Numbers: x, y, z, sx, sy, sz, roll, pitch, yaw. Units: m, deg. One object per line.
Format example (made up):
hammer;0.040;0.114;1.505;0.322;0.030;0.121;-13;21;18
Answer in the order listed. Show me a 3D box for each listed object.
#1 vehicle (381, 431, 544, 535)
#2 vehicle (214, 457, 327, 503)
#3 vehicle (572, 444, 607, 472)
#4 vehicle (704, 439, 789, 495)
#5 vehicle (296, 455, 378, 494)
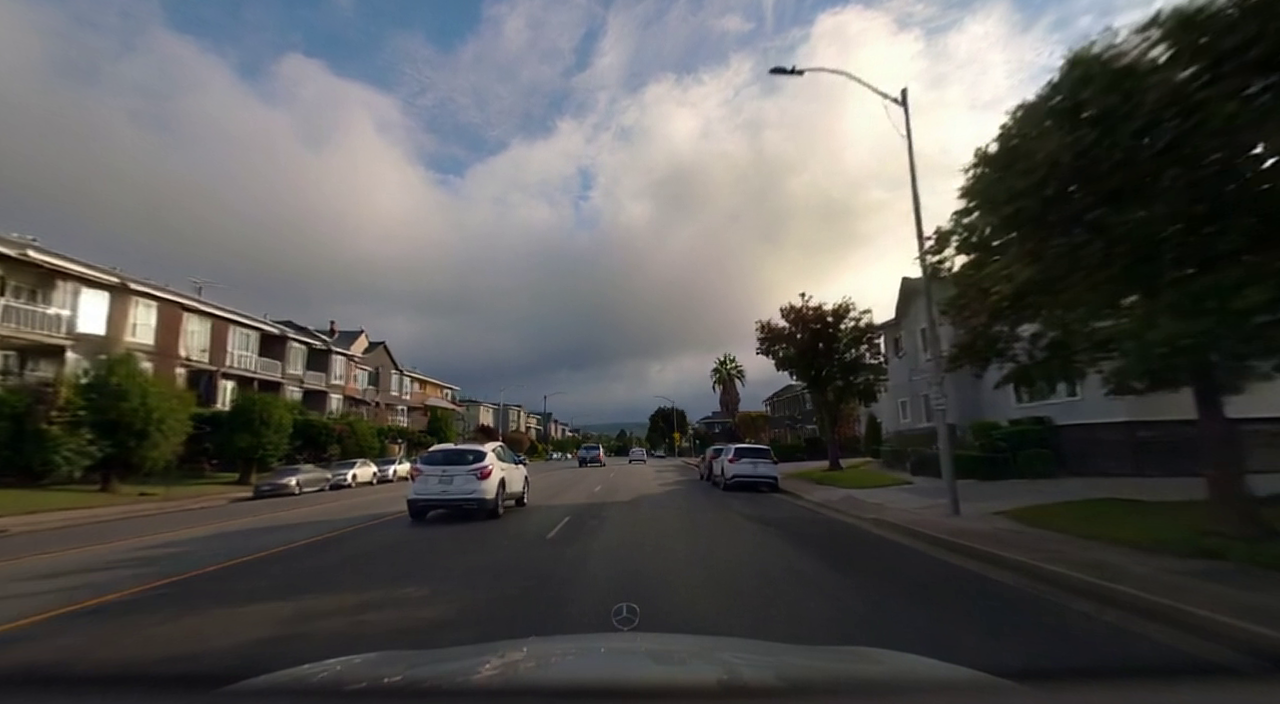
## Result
vehicle;-3.174;2.413;12.188;1.929;1.651;3.948;0;-9;1
vehicle;-13.765;4.753;23.789;1.787;1.461;4.367;-1;-9;-2
vehicle;-3.491;7.379;43.994;1.994;1.810;5.057;0;-9;0
vehicle;3.689;4.107;23.002;2.125;1.768;5.544;0;-9;0
vehicle;-13.771;5.559;28.864;1.812;1.467;4.253;-4;-9;-2
